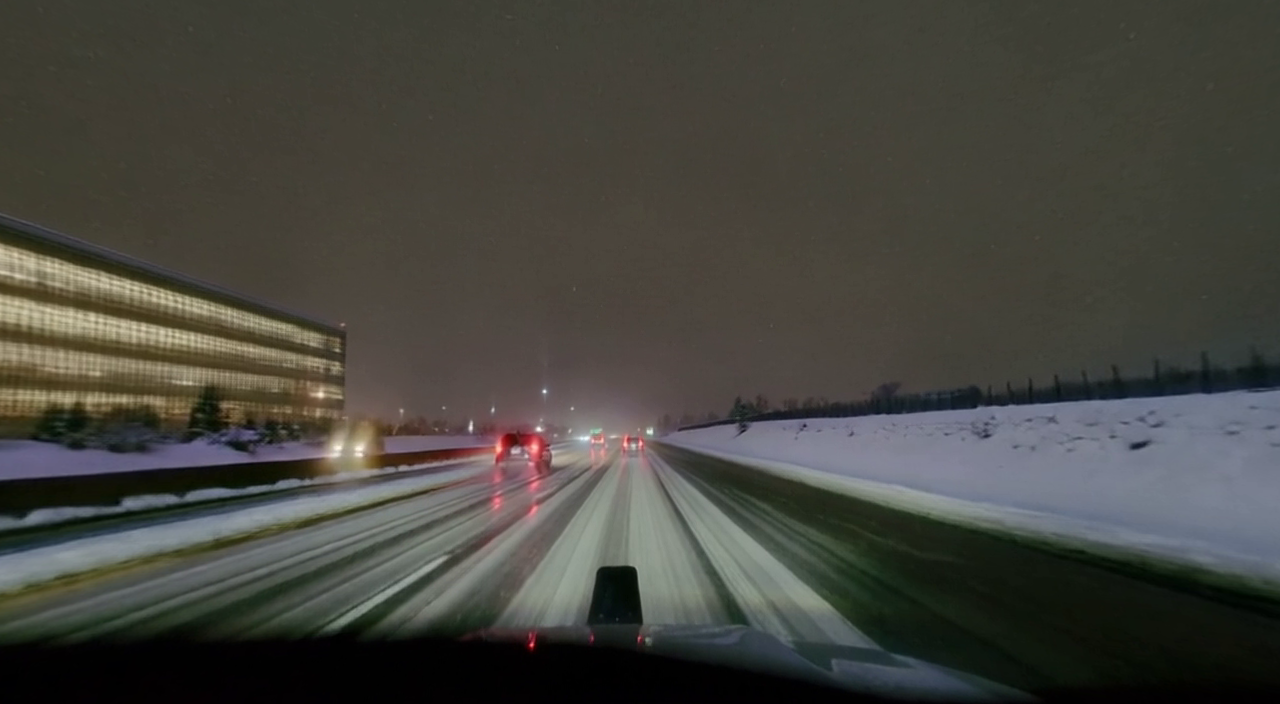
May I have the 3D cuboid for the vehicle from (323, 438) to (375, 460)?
[{"bbox_3d":[-20.692,6.899,44.880,1.796,1.463,3.972,0,-8,0],"label":"vehicle"}]

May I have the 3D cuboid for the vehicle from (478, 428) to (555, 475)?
[{"bbox_3d":[-4.531,3.725,23.825,2.036,1.612,4.510,0,-8,0],"label":"vehicle"}]

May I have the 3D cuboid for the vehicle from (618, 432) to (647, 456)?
[{"bbox_3d":[-0.531,6.775,46.406,2.036,1.637,4.009,0,-8,-1],"label":"vehicle"}]
